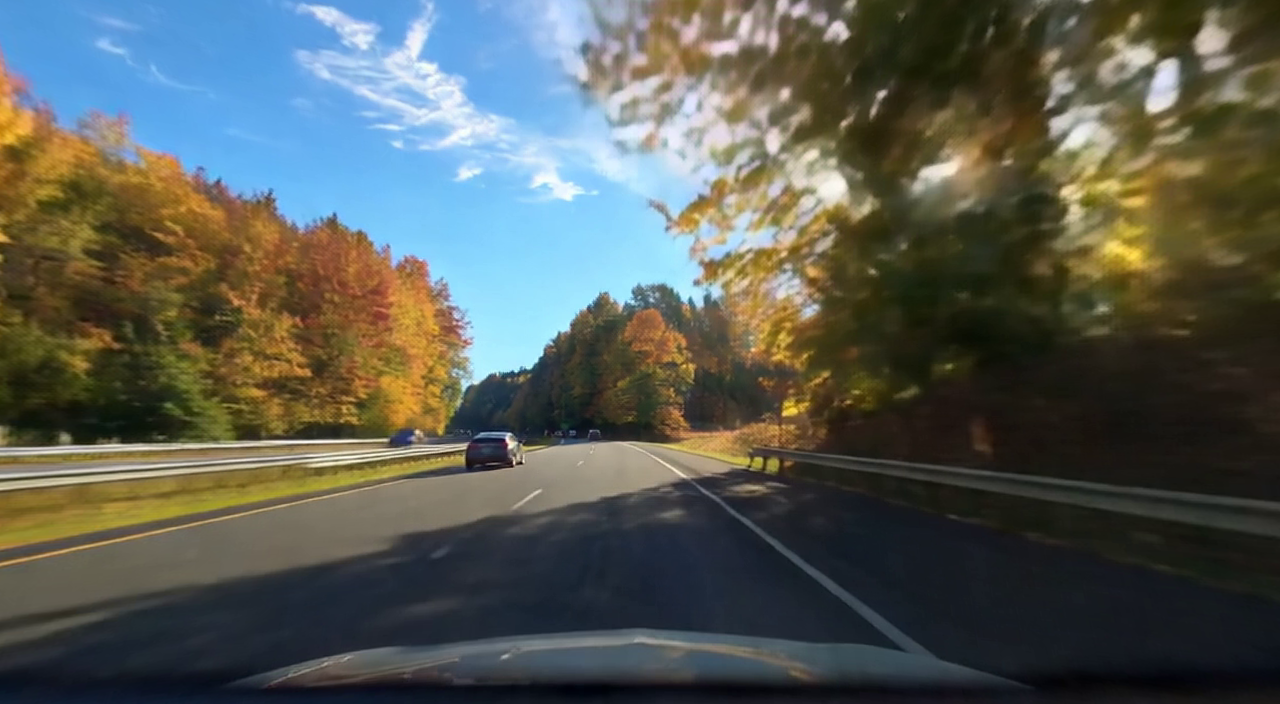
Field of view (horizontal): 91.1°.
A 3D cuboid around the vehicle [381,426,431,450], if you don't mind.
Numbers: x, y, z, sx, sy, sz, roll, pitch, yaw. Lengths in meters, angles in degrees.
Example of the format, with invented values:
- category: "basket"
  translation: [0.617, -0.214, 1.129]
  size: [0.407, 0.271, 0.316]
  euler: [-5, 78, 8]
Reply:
- category: "vehicle"
  translation: [-15.448, 5.695, 41.734]
  size: [1.930, 1.504, 3.975]
  euler: [0, -8, -2]

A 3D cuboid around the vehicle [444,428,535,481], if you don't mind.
- category: "vehicle"
  translation: [-4.865, 3.359, 21.040]
  size: [2.073, 1.559, 4.393]
  euler: [0, -8, -2]
